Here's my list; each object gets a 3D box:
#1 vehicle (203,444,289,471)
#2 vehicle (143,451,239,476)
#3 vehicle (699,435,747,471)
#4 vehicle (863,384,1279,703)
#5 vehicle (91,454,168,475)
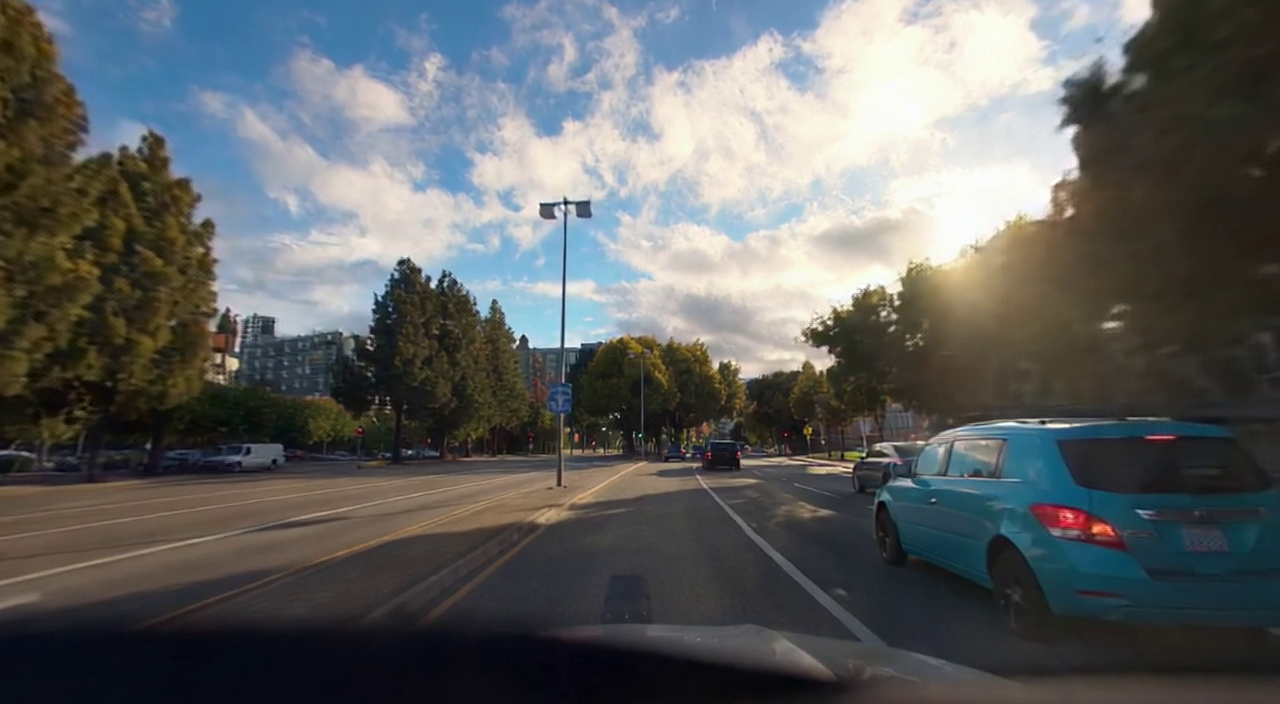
[{"bbox_3d":[-26.007,6.972,41.686,4.378,1.744,1.981,-1,-8,6],"label":"vehicle"},{"bbox_3d":[-26.634,6.603,37.415,4.384,1.416,1.969,-2,-8,8],"label":"vehicle"},{"bbox_3d":[4.524,5.578,35.021,2.154,1.844,4.634,-1,-8,2],"label":"vehicle"},{"bbox_3d":[3.371,1.243,4.804,1.901,1.634,3.952,-1,-8,1],"label":"vehicle"},{"bbox_3d":[-39.067,8.614,48.372,1.868,1.416,4.483,-2,-8,8],"label":"vehicle"}]
